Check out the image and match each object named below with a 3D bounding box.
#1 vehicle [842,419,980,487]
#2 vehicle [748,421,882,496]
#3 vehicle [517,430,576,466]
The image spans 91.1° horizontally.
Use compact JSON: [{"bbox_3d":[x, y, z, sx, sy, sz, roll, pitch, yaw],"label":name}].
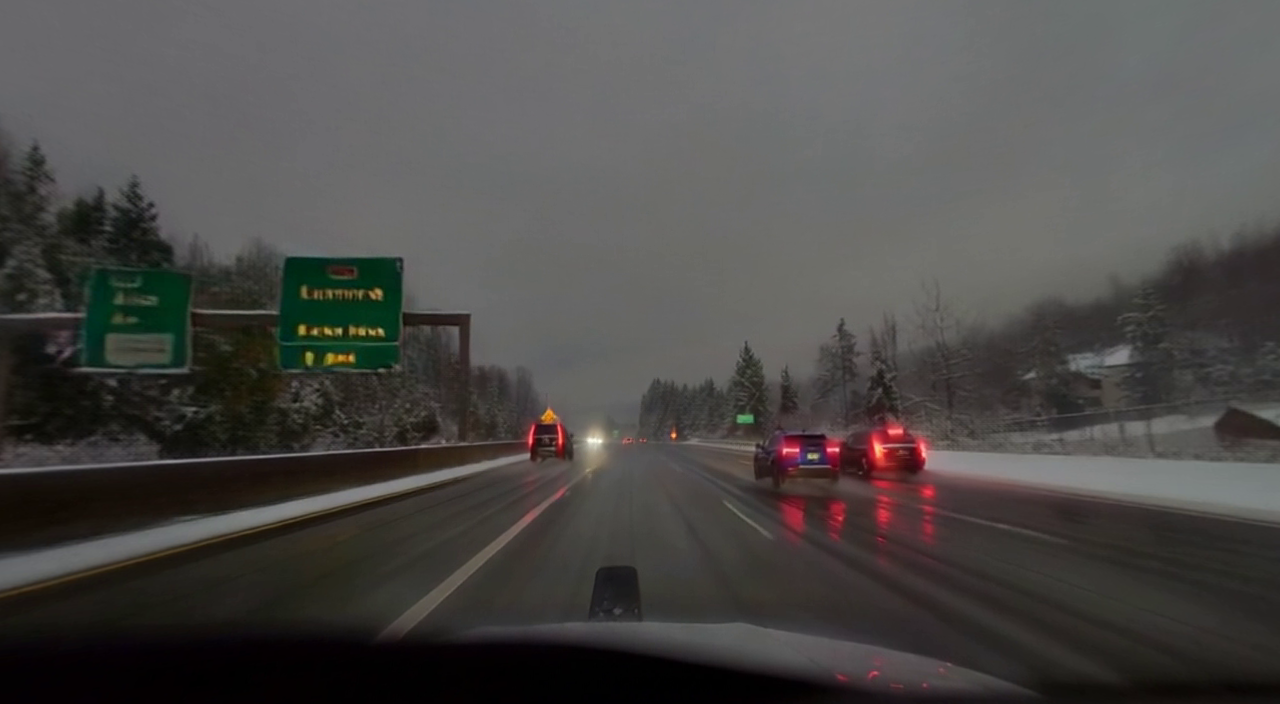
[{"bbox_3d":[7.198,2.703,17.199,1.956,1.634,3.935,0,-8,-1],"label":"vehicle"},{"bbox_3d":[4.039,2.515,15.329,2.011,1.576,4.060,0,-8,-1],"label":"vehicle"},{"bbox_3d":[-3.999,4.181,27.617,2.032,1.465,4.316,0,-8,-1],"label":"vehicle"}]
